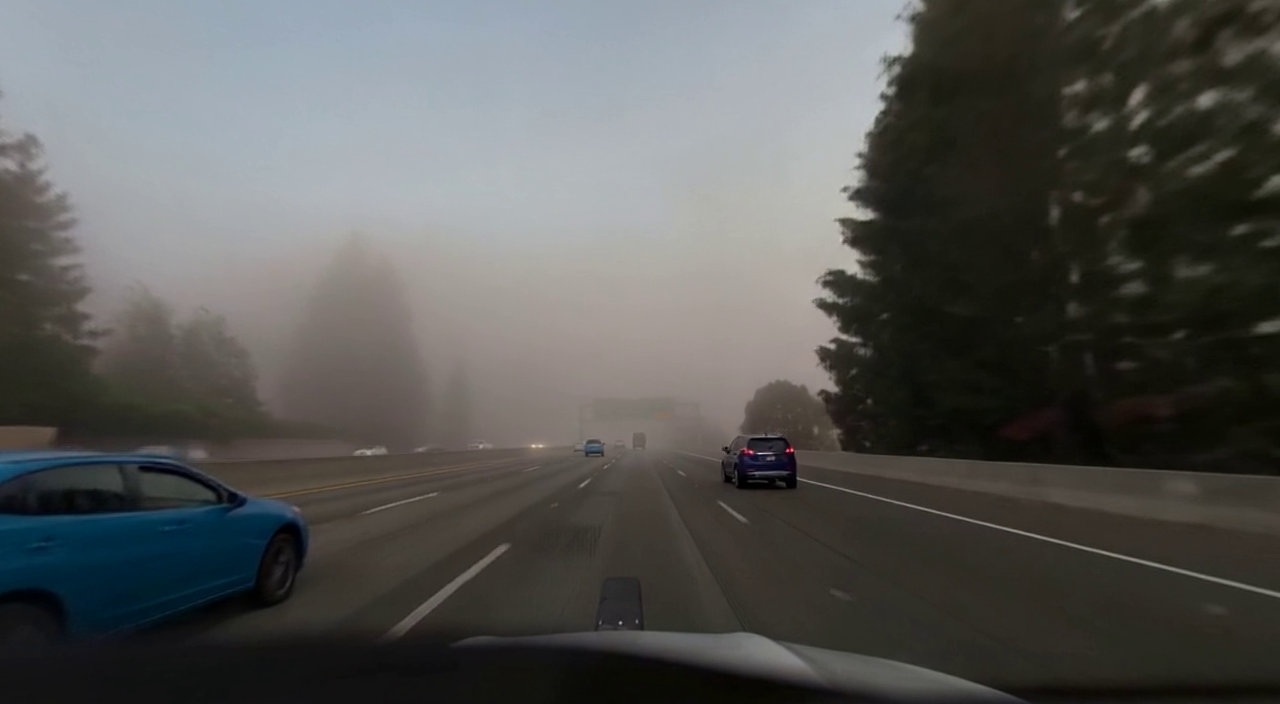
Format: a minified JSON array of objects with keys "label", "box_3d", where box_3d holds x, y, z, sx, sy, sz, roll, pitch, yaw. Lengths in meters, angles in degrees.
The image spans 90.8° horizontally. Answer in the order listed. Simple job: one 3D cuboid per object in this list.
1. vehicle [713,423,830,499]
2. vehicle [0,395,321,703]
[{"label":"vehicle","box_3d":[3.225,2.779,16.396,2.053,1.714,4.097,0,-9,-1]},{"label":"vehicle","box_3d":[-3.998,1.050,3.265,2.118,1.573,4.940,0,-9,0]}]
